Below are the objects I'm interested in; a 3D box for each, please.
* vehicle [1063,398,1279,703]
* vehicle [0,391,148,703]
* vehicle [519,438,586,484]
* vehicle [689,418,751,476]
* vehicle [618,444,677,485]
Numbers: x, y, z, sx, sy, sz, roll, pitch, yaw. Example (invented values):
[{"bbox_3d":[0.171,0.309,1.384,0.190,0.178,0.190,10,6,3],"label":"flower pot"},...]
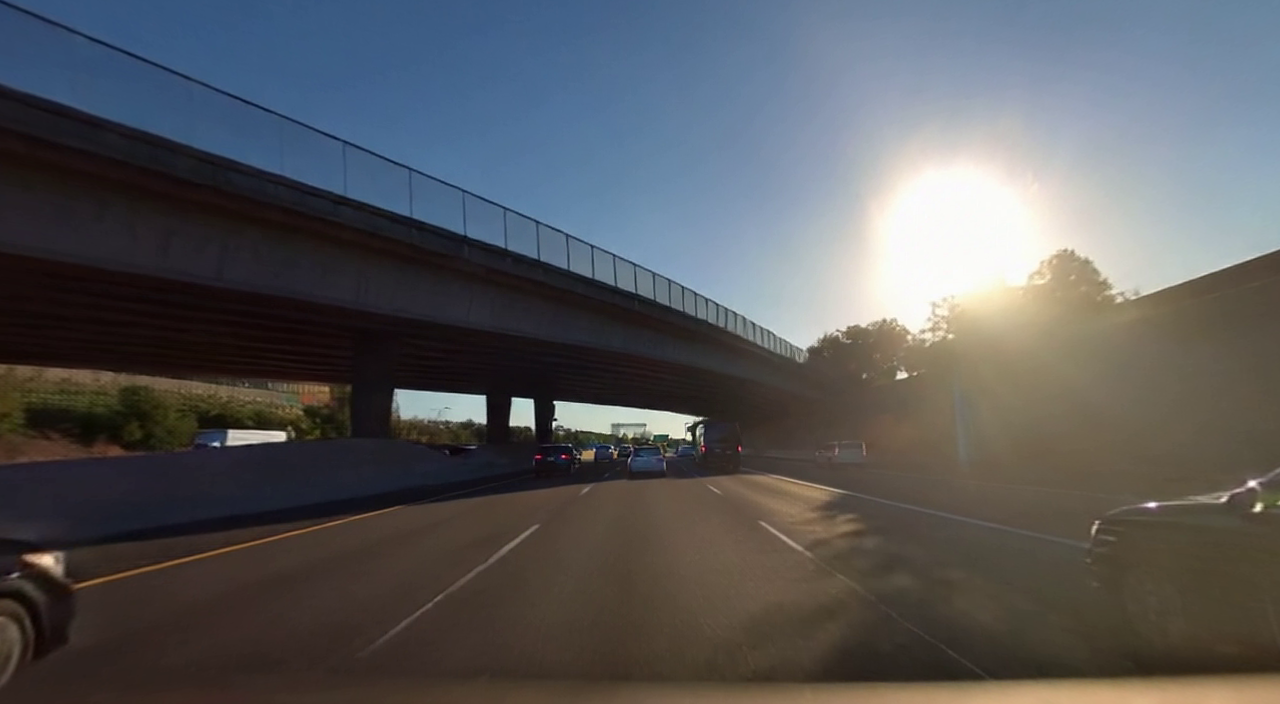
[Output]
[{"bbox_3d":[4.005,0.880,2.133,2.085,1.558,4.466,0,-8,1],"label":"vehicle"},{"bbox_3d":[-3.780,0.775,1.409,2.137,1.562,3.926,0,-8,1],"label":"vehicle"},{"bbox_3d":[-3.537,4.493,26.307,2.078,1.706,4.298,-1,-8,2],"label":"vehicle"},{"bbox_3d":[4.172,5.115,34.067,2.436,2.745,6.607,0,-8,0],"label":"vehicle"},{"bbox_3d":[0.278,4.478,25.430,2.174,1.467,4.005,0,-8,0],"label":"vehicle"}]
